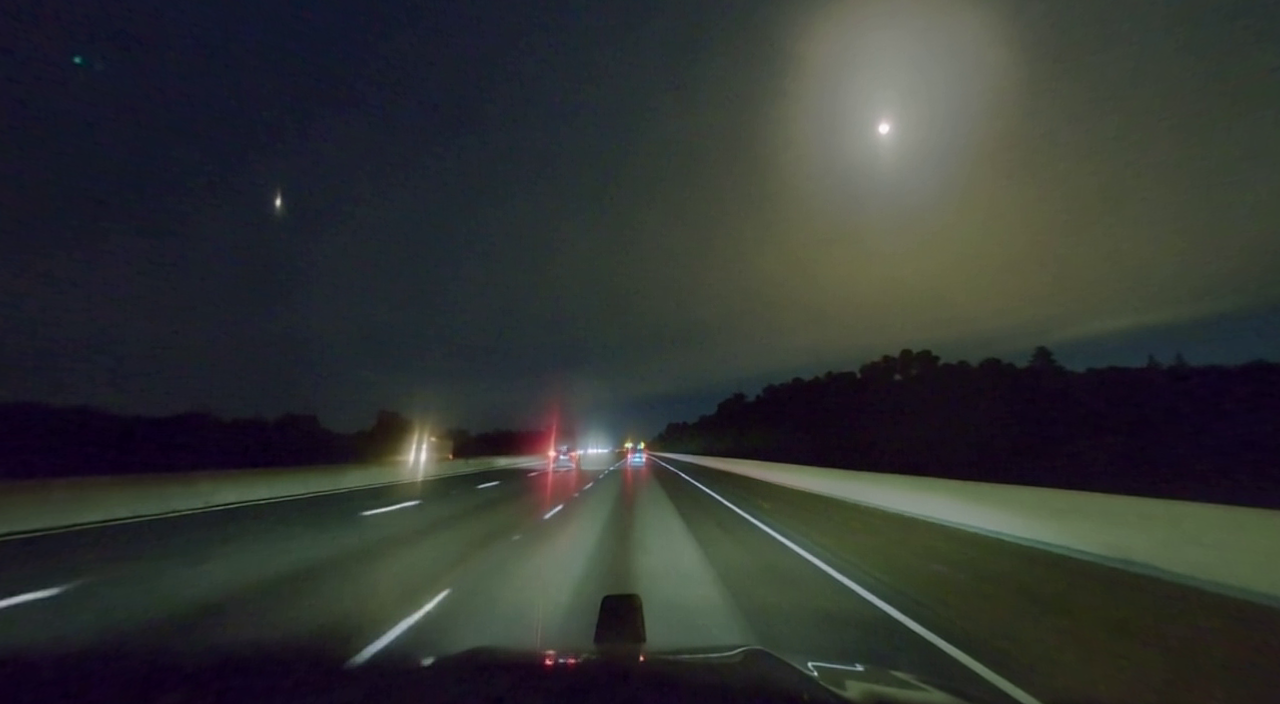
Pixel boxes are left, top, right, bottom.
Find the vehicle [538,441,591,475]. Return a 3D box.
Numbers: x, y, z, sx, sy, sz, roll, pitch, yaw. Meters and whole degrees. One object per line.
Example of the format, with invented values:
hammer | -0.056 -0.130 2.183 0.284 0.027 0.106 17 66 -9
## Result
vehicle | -4.153 5.947 35.705 2.272 1.759 5.058 0 -9 1
